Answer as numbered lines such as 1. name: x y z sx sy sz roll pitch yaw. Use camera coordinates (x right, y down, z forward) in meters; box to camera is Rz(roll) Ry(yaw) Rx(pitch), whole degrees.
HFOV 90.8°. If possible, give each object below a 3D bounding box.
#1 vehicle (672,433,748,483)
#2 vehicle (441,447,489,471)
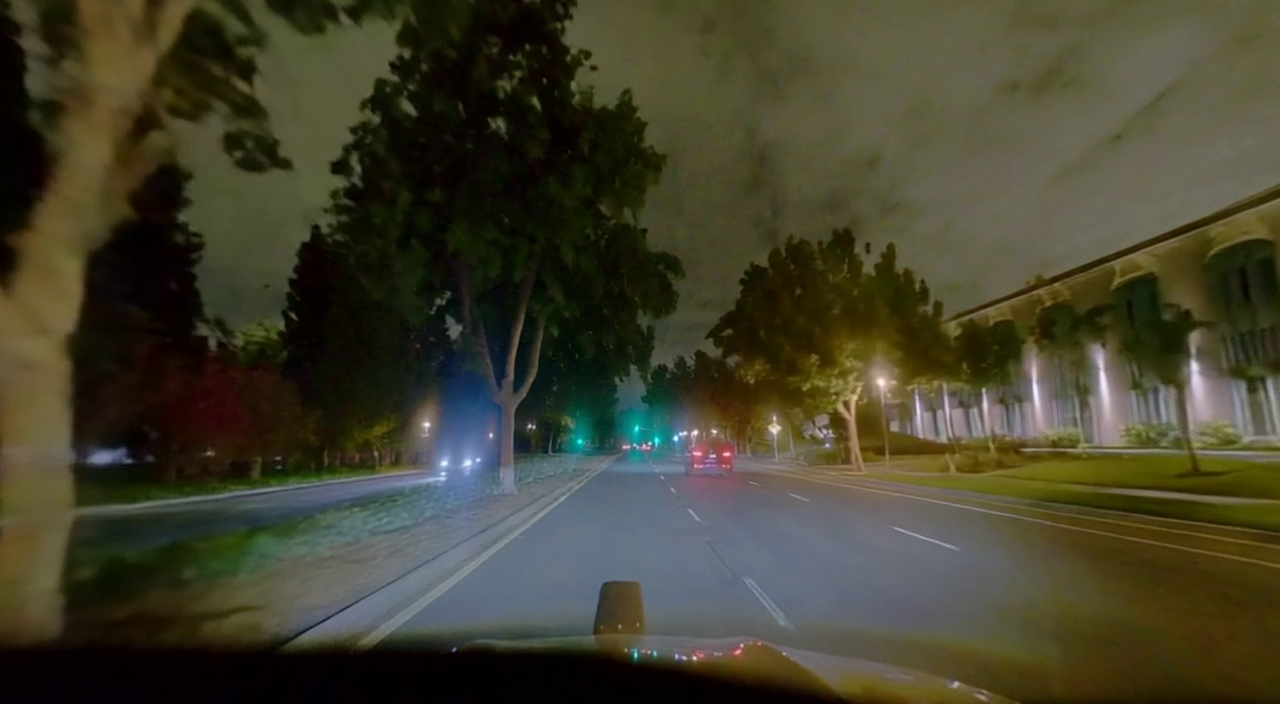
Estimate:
1. vehicle: 2.571 4.050 24.426 2.240 1.740 4.605 0 -8 -2
2. vehicle: -12.282 7.520 44.666 1.888 1.615 5.012 0 -8 0
